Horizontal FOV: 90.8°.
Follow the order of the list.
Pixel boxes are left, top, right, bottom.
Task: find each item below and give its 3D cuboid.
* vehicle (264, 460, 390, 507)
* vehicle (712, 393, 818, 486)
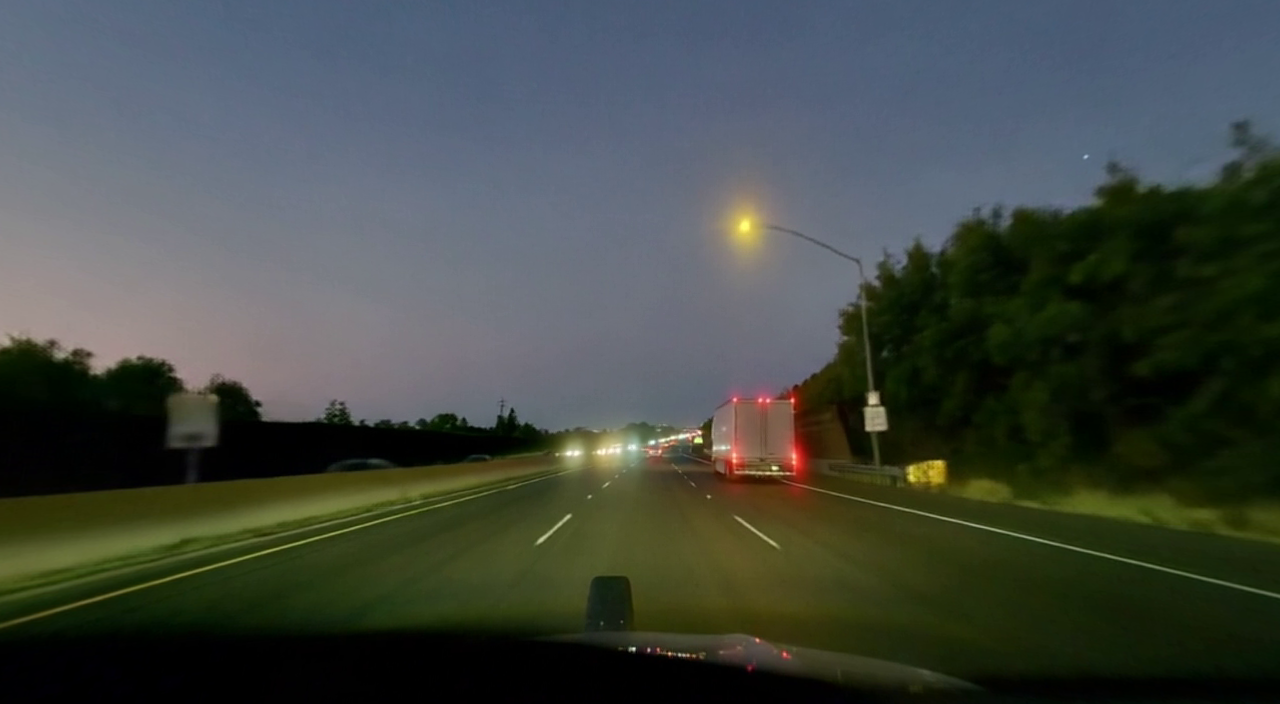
[{"bbox_3d":[-10.952,4.619,22.521,2.064,1.417,4.622,0,-9,1],"label":"vehicle"},{"bbox_3d":[4.940,3.785,26.768,2.771,3.313,8.121,0,-9,0],"label":"vehicle"}]
